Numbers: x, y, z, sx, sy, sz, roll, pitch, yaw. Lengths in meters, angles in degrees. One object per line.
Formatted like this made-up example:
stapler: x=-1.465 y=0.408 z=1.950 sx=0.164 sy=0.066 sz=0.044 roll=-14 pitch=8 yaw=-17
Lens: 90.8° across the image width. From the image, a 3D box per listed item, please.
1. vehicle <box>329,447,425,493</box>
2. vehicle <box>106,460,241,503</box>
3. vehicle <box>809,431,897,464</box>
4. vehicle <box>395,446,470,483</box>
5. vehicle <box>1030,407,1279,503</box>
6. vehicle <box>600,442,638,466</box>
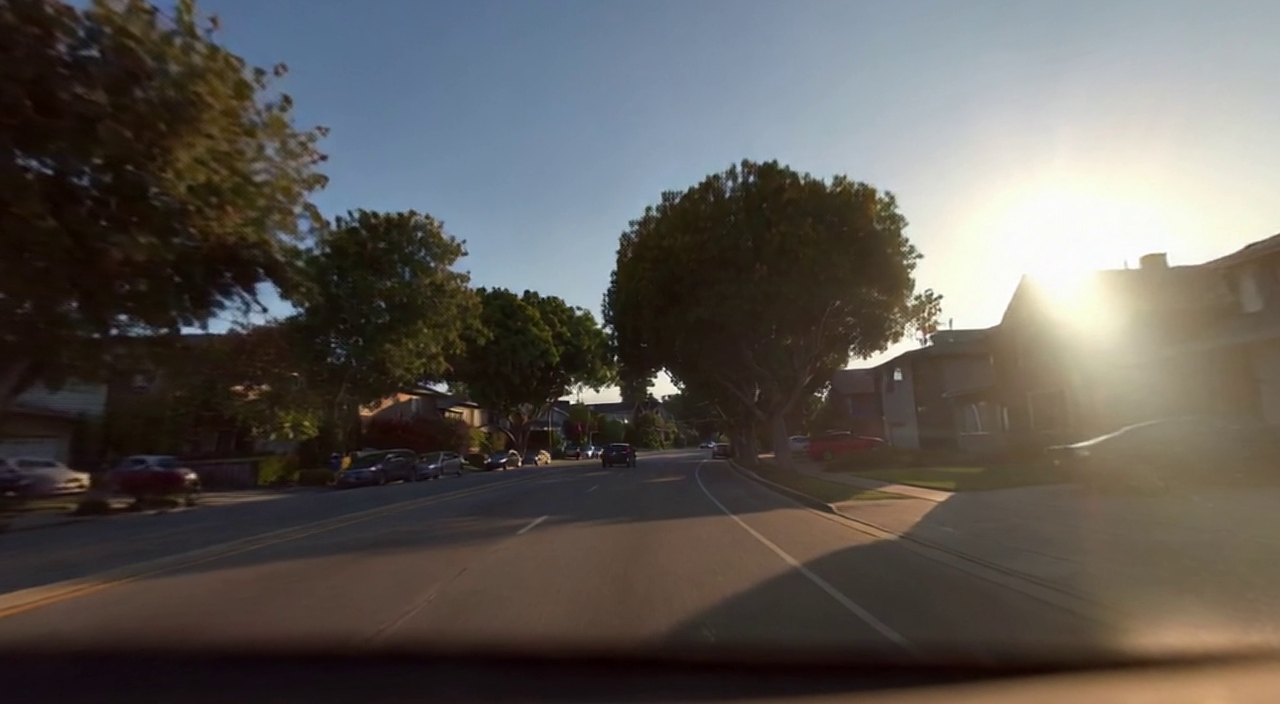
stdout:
vehicle: x=-13.086 y=5.836 z=31.884 sx=2.157 sy=1.882 sz=5.479 roll=-6 pitch=-9 yaw=4
vehicle: x=-17.988 y=4.978 z=24.638 sx=1.872 sy=1.396 sz=4.150 roll=-1 pitch=-8 yaw=4
vehicle: x=12.414 y=5.616 z=37.084 sx=4.383 sy=1.602 sz=1.920 roll=-4 pitch=-9 yaw=3
vehicle: x=-12.455 y=6.759 z=38.378 sx=2.114 sy=1.931 sz=5.936 roll=-5 pitch=-9 yaw=5
vehicle: x=10.873 y=1.996 z=12.576 sx=4.757 sy=1.536 sz=1.938 roll=-5 pitch=-9 yaw=5
vehicle: x=-1.530 y=7.756 z=48.216 sx=2.135 sy=1.731 sz=4.232 roll=-1 pitch=-8 yaw=8
